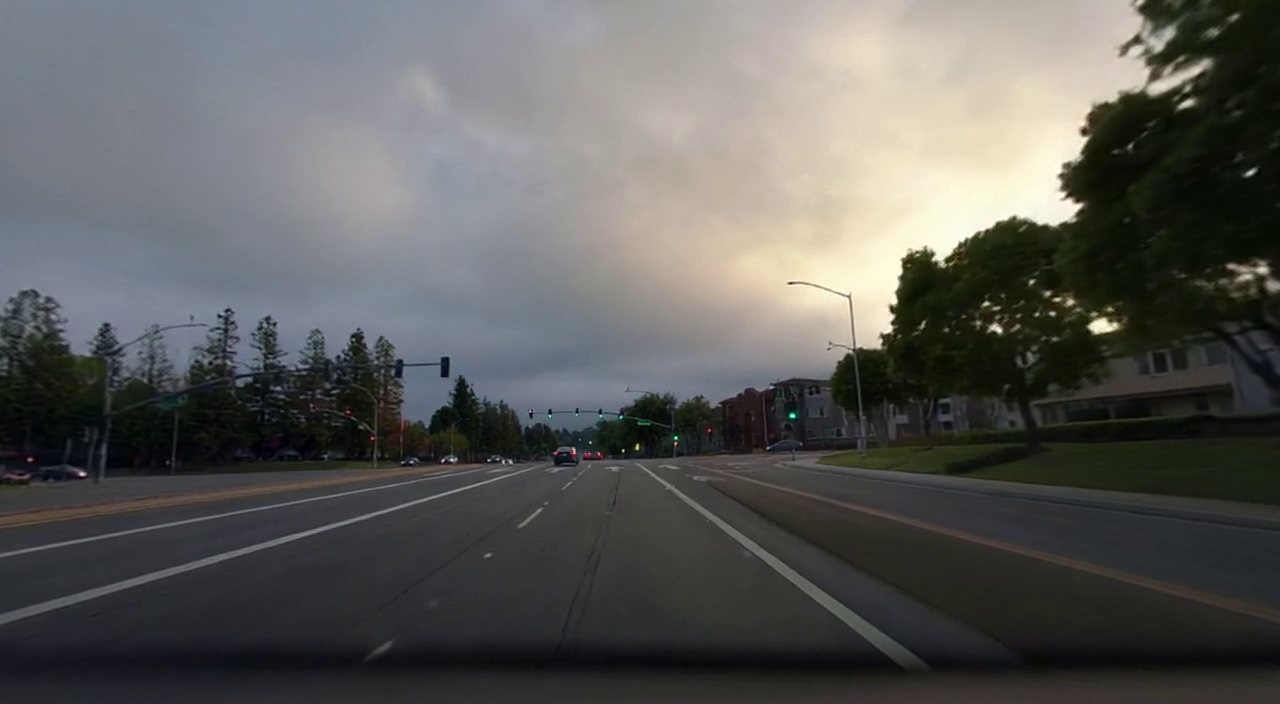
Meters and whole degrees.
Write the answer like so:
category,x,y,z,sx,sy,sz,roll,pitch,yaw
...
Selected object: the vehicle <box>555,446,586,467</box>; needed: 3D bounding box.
category,x,y,z,sx,sy,sz,roll,pitch,yaw
vehicle,-5.277,7.961,48.341,2.073,1.445,4.151,0,-8,-2
